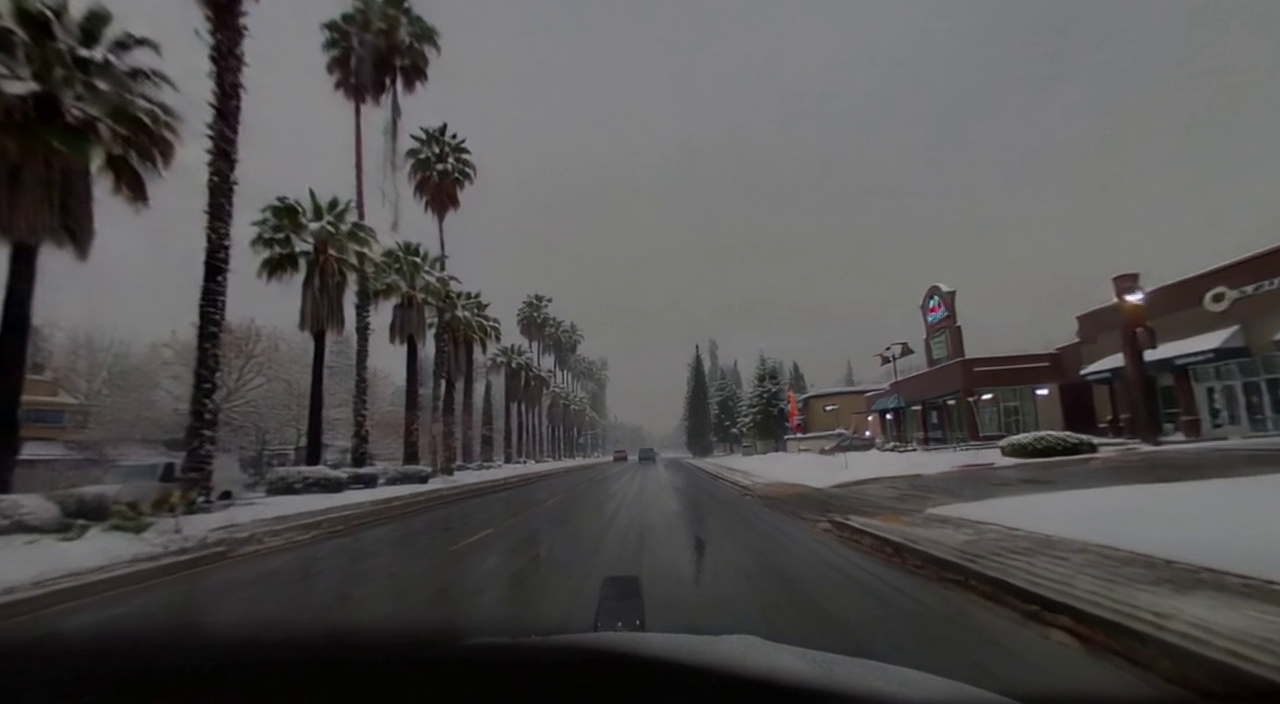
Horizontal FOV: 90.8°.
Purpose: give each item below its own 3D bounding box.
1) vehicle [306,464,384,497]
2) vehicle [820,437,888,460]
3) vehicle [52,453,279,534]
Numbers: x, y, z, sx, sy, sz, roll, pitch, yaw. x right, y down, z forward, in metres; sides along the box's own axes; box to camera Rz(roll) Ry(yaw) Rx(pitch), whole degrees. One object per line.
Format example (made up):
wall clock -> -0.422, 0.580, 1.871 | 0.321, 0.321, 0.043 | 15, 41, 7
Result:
vehicle -> -15.637, 6.817, 33.819 | 1.940, 1.492, 4.495 | 0, -9, 1
vehicle -> 16.746, 7.580, 49.572 | 4.577, 1.750, 2.115 | 1, -9, -6
vehicle -> -12.495, 3.691, 17.235 | 2.306, 1.807, 4.927 | 0, -9, 1
